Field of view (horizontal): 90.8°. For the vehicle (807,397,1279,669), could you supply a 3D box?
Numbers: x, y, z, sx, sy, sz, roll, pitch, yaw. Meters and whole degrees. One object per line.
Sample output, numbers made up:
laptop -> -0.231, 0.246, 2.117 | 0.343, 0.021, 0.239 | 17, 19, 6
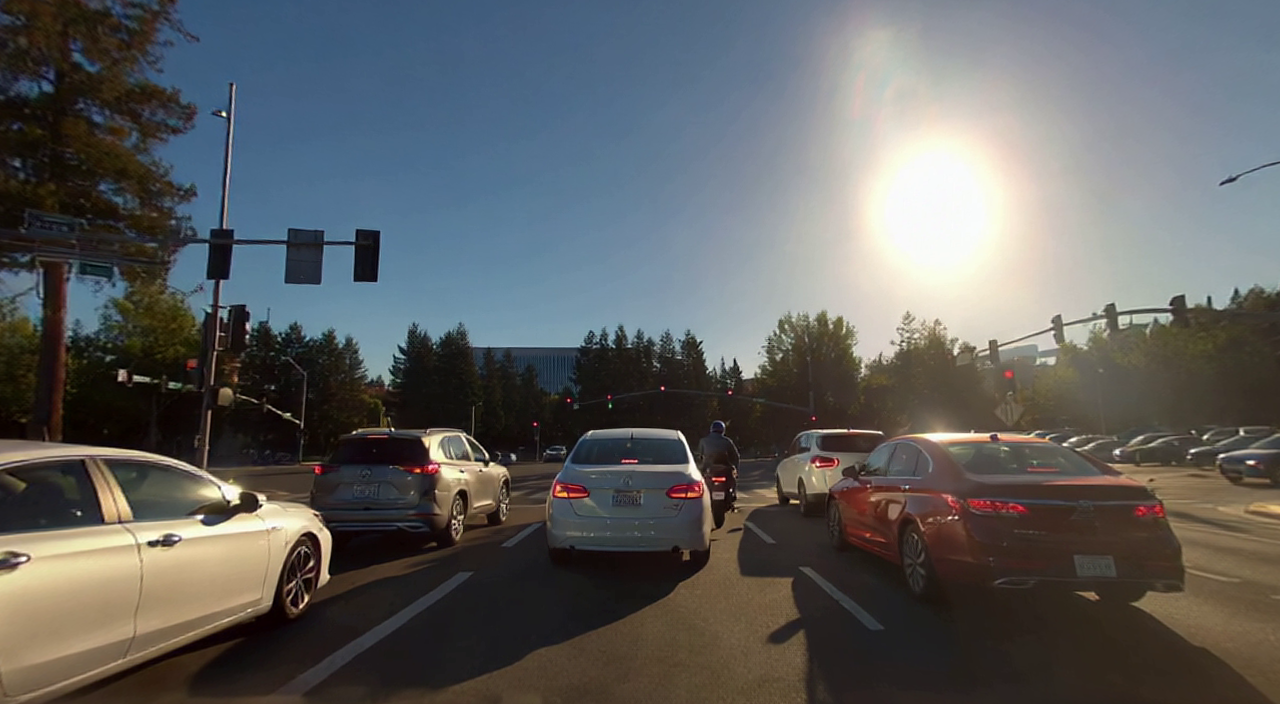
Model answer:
vehicle -> 3.235, 1.441, 6.193 | 2.006, 1.659, 4.462 | 0, -8, 1

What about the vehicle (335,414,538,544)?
vehicle -> -3.223, 2.116, 11.158 | 2.048, 1.805, 4.405 | 0, -8, 1

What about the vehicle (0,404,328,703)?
vehicle -> -3.347, 0.950, 2.369 | 1.863, 1.495, 4.667 | 0, -8, 1

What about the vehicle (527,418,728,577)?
vehicle -> -0.098, 1.804, 8.553 | 2.106, 1.655, 3.717 | 0, -8, 1
